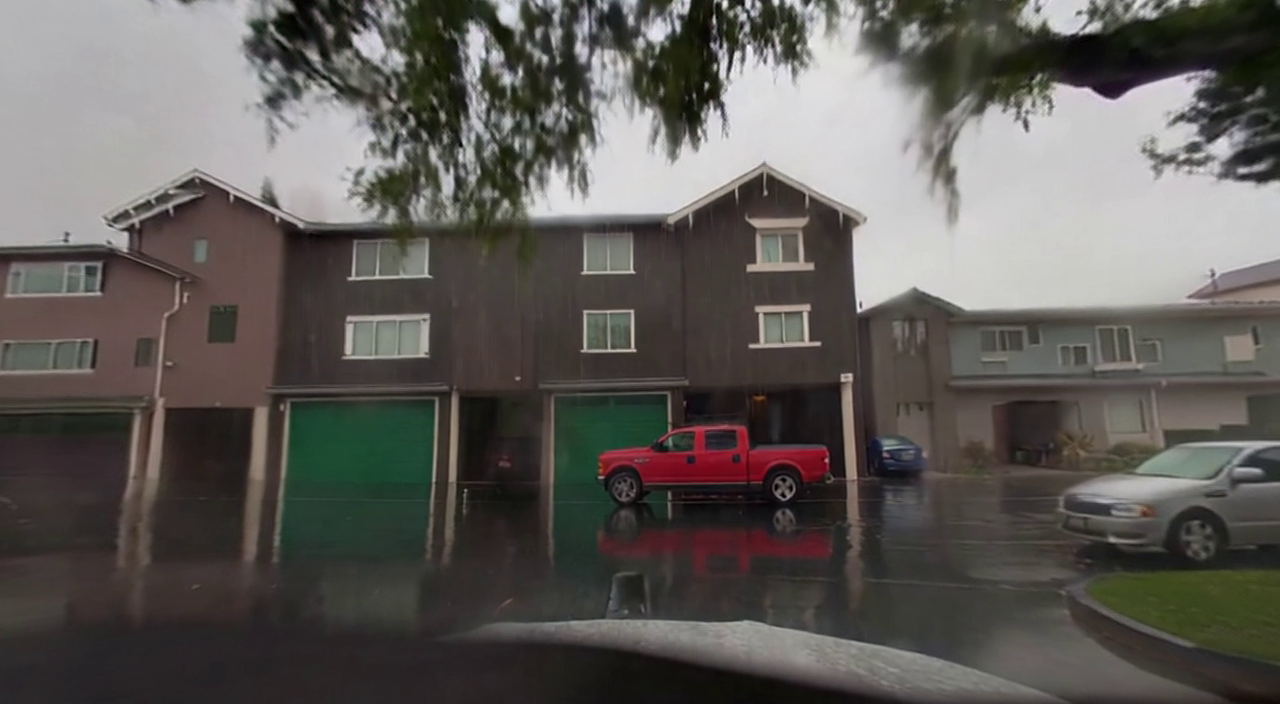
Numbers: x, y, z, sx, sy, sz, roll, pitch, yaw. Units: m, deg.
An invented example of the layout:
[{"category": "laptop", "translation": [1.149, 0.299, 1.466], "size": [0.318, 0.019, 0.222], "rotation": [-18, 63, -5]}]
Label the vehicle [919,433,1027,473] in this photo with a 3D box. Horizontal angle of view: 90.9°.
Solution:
[{"category": "vehicle", "translation": [14.826, 4.543, 28.267], "size": [3.770, 1.496, 1.951], "rotation": [3, -10, 0]}]

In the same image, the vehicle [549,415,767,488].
[{"category": "vehicle", "translation": [0.449, 2.734, 17.441], "size": [5.600, 1.835, 2.161], "rotation": [0, -9, -1]}]

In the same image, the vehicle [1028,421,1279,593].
[{"category": "vehicle", "translation": [7.531, 1.752, 7.875], "size": [4.074, 1.617, 2.112], "rotation": [-1, -5, -8]}]

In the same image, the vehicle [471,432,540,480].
[{"category": "vehicle", "translation": [-5.366, 4.174, 25.635], "size": [1.869, 1.460, 3.826], "rotation": [-3, -4, 0]}]
